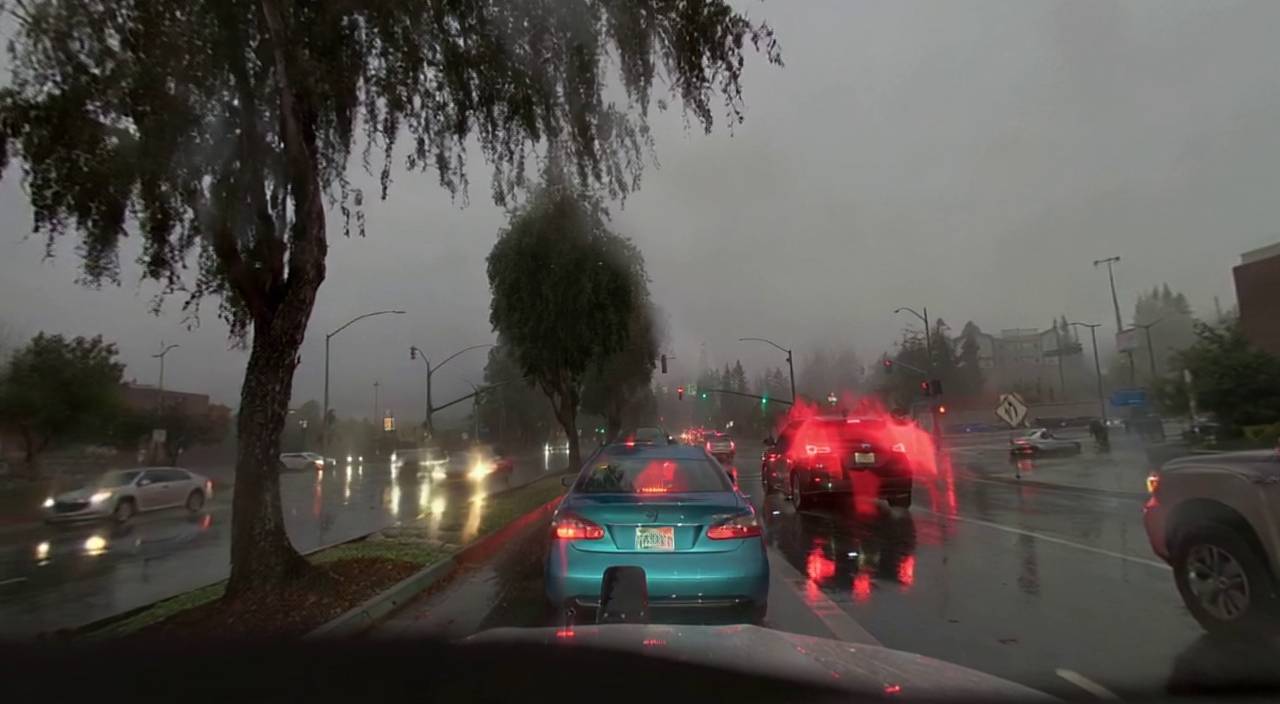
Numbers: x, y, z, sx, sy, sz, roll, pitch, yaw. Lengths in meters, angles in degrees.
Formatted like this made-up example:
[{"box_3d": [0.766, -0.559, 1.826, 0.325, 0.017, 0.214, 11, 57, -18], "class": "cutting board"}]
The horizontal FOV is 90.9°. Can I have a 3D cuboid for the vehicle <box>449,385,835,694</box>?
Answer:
[{"box_3d": [-0.023, 1.314, 5.523, 2.116, 1.677, 3.948, 0, -8, -1], "class": "vehicle"}]

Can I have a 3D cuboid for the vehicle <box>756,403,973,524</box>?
[{"box_3d": [4.166, 2.214, 13.106, 2.319, 1.930, 5.651, 0, -8, -1], "class": "vehicle"}]

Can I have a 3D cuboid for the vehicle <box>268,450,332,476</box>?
[{"box_3d": [-24.059, 7.838, 44.813, 1.798, 1.706, 4.385, -1, -8, 6], "class": "vehicle"}]

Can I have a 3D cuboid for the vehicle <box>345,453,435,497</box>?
[{"box_3d": [-9.717, 4.784, 24.910, 1.806, 1.473, 4.303, 0, -8, 0], "class": "vehicle"}]

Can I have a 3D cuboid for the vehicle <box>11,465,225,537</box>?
[{"box_3d": [-13.781, 3.910, 17.109, 1.935, 1.518, 4.415, -1, -8, 2], "class": "vehicle"}]

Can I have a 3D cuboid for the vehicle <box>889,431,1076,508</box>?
[{"box_3d": [7.593, 2.628, 14.608, 1.856, 1.487, 4.454, 0, -8, 1], "class": "vehicle"}]

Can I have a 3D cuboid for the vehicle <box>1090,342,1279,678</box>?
[{"box_3d": [4.452, 0.714, 2.463, 2.019, 1.803, 4.634, -1, -8, 2], "class": "vehicle"}]
